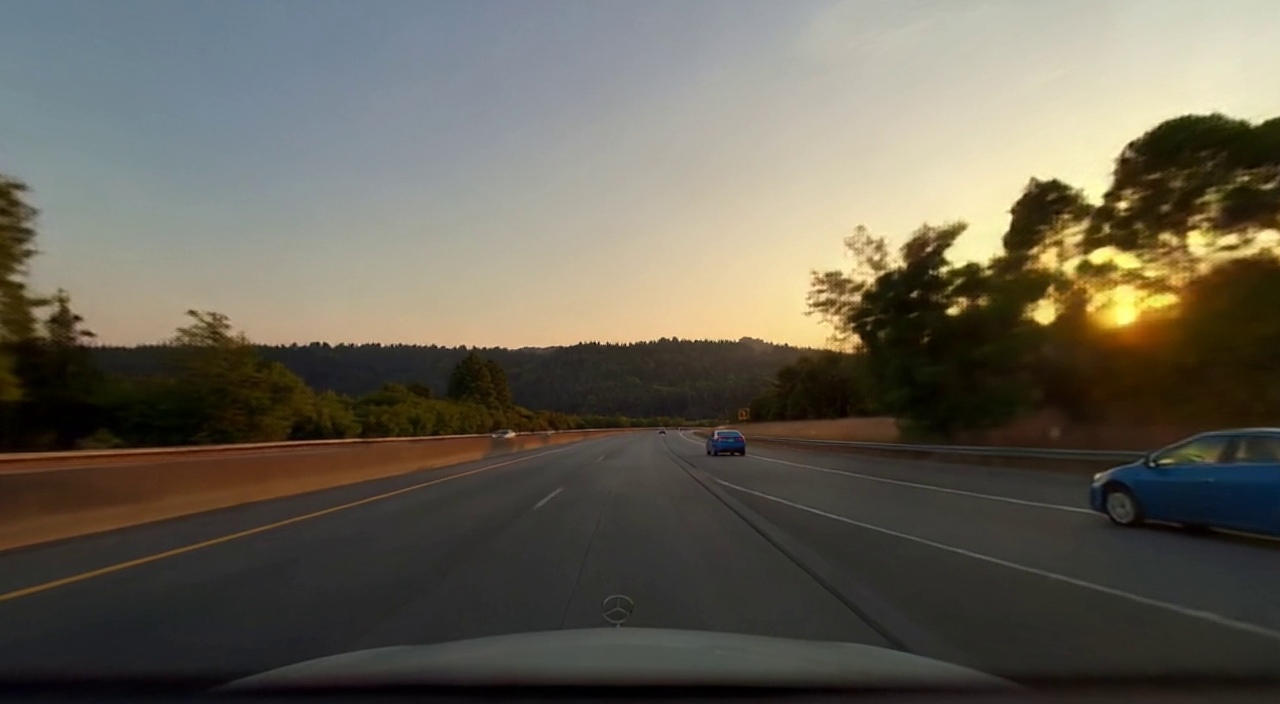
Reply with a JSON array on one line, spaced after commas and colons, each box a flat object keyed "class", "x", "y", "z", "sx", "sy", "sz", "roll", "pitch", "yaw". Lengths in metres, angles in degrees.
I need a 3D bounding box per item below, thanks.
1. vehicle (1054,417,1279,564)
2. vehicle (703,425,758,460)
[{"class": "vehicle", "x": 7.421, "y": 1.491, "z": 7.023, "sx": 1.992, "sy": 1.486, "sz": 4.406, "roll": 2, "pitch": -8, "yaw": -13}, {"class": "vehicle", "x": 4.091, "y": 4.174, "z": 29.111, "sx": 1.765, "sy": 1.510, "sz": 3.762, "roll": 0, "pitch": -8, "yaw": -4}]
